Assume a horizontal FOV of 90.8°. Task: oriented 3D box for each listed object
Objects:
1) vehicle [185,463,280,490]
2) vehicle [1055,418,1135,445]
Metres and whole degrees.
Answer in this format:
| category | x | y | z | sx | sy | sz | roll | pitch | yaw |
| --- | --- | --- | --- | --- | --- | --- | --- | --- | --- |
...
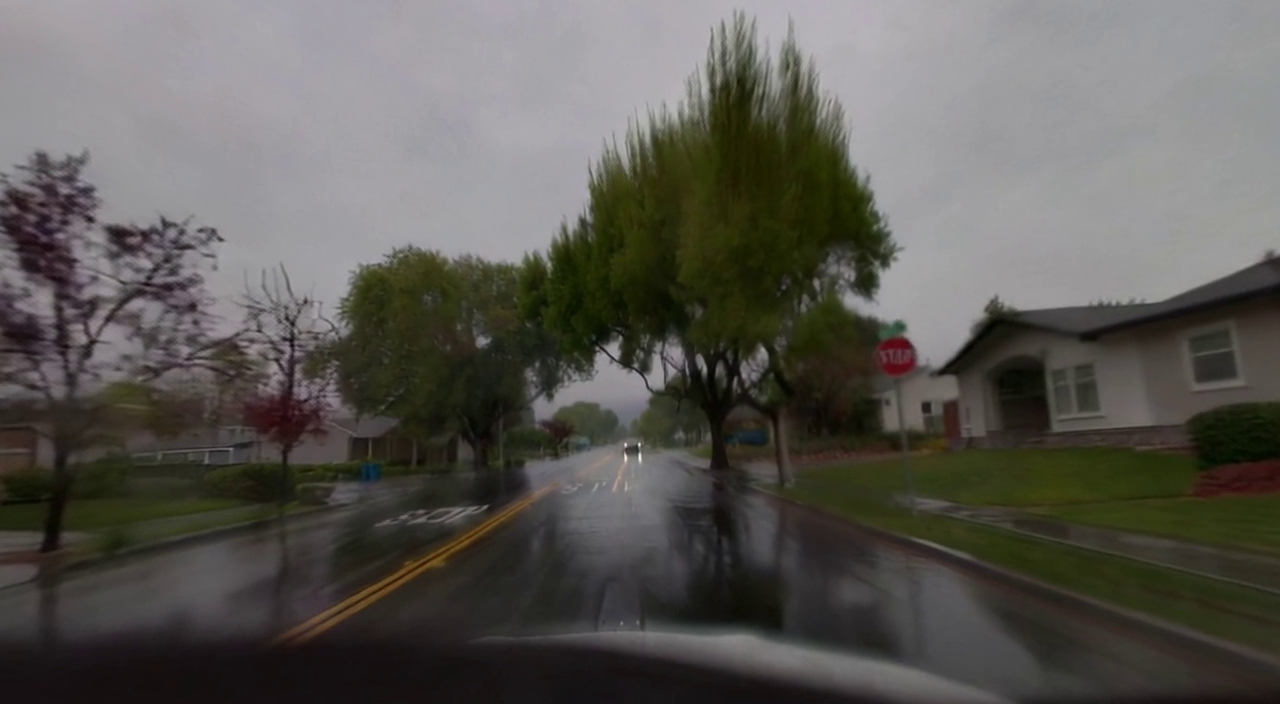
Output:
| category | x | y | z | sx | sy | sz | roll | pitch | yaw |
| --- | --- | --- | --- | --- | --- | --- | --- | --- | --- |
| vehicle | -24.329 | 7.432 | 37.832 | 4.380 | 1.462 | 1.864 | 0 | -9 | -1 |
| vehicle | 29.207 | 5.155 | 40.753 | 1.846 | 1.452 | 4.499 | -1 | -11 | 1 |
